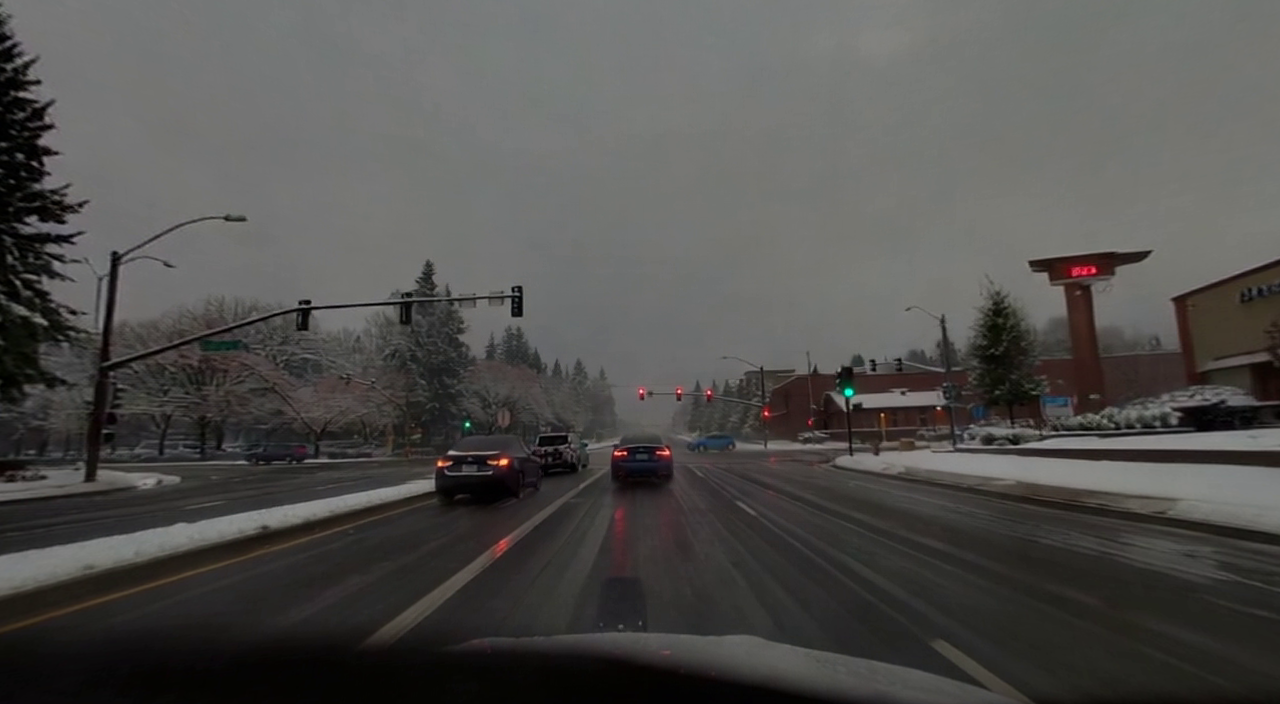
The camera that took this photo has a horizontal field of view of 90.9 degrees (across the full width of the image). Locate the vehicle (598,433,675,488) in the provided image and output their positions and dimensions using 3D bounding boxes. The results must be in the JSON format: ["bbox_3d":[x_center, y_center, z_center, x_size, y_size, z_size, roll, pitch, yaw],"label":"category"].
[{"bbox_3d":[-0.115,3.210,18.962,2.066,1.482,3.923,0,-8,0],"label":"vehicle"}]

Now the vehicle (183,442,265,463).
[{"bbox_3d":[-30.053,7.251,45.622,4.708,1.467,1.819,0,-8,2],"label":"vehicle"}]

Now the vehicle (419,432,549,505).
[{"bbox_3d":[-3.584,2.767,15.415,1.942,1.497,4.561,0,-8,1],"label":"vehicle"}]

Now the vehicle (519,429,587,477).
[{"bbox_3d":[-3.378,4.026,25.329,2.029,1.752,4.420,0,-8,1],"label":"vehicle"}]

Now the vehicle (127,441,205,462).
[{"bbox_3d":[-36.999,7.755,49.265,4.513,1.616,1.899,0,-8,1],"label":"vehicle"}]

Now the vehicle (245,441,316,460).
[{"bbox_3d":[-28.053,7.698,49.274,4.423,1.444,1.836,0,-8,1],"label":"vehicle"}]
